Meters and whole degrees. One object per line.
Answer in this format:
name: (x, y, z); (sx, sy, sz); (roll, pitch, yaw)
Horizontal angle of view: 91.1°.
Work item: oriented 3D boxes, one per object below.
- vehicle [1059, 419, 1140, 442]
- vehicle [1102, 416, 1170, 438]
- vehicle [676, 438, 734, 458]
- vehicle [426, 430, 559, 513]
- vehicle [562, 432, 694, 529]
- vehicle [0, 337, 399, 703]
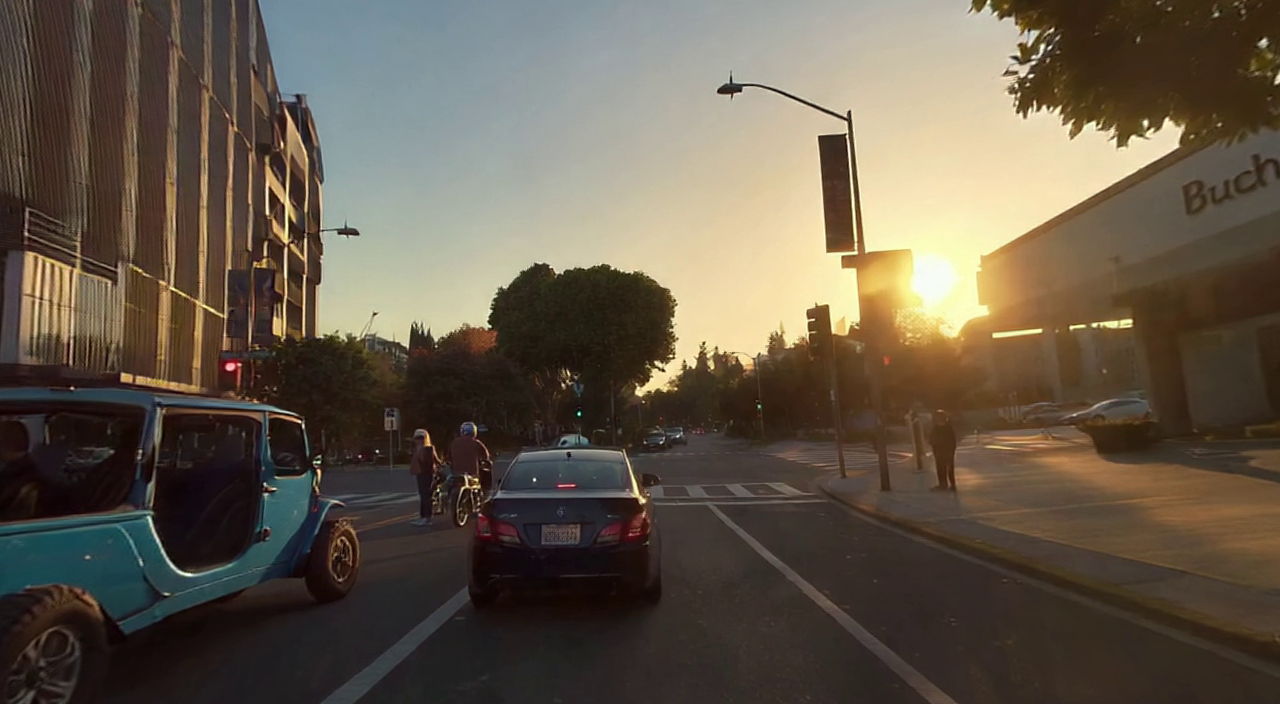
vehicle: (30.738, 5.272, 42.090); (1.751, 1.420, 4.027); (8, -12, -43)
vehicle: (36.791, 5.599, 46.569); (1.625, 1.449, 3.557); (6, -11, -38)
vehicle: (5.188, 7.638, 49.949); (2.018, 1.491, 4.795); (-8, -12, 44)
vehicle: (-3.166, 2.665, 14.442); (1.935, 1.615, 4.073); (-1, -8, 2)
vehicle: (-0.149, 2.287, 11.760); (2.025, 1.458, 4.085); (0, -8, 1)
vehicle: (-3.618, 1.133, 4.447); (2.000, 1.809, 4.405); (0, -8, 1)
